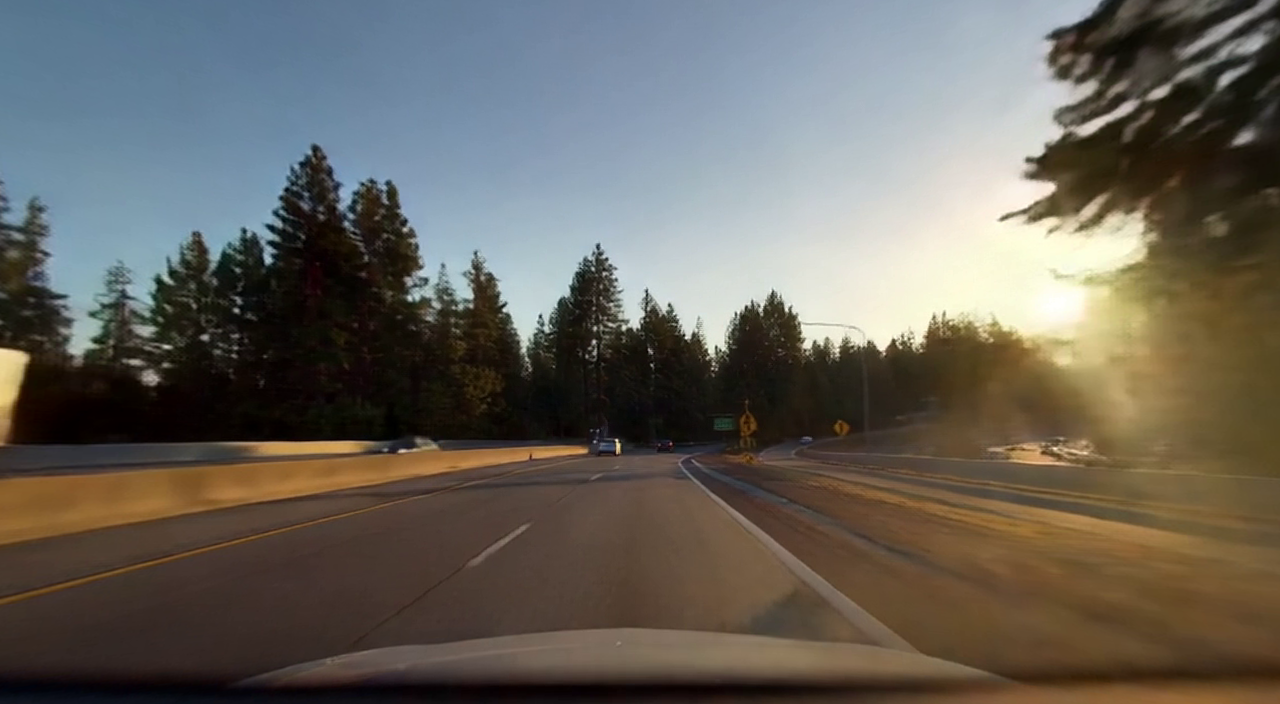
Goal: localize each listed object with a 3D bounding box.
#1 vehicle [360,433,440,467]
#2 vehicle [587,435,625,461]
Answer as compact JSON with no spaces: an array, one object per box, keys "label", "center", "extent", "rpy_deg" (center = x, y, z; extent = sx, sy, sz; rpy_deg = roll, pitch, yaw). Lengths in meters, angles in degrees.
[{"label":"vehicle","center":[-12.592,5.169,33.508],"extent":[2.015,1.642,5.169],"rpy_deg":[0,-8,2]},{"label":"vehicle","center":[-2.400,6.924,45.634],"extent":[2.129,1.742,4.217],"rpy_deg":[-1,-8,5]}]
